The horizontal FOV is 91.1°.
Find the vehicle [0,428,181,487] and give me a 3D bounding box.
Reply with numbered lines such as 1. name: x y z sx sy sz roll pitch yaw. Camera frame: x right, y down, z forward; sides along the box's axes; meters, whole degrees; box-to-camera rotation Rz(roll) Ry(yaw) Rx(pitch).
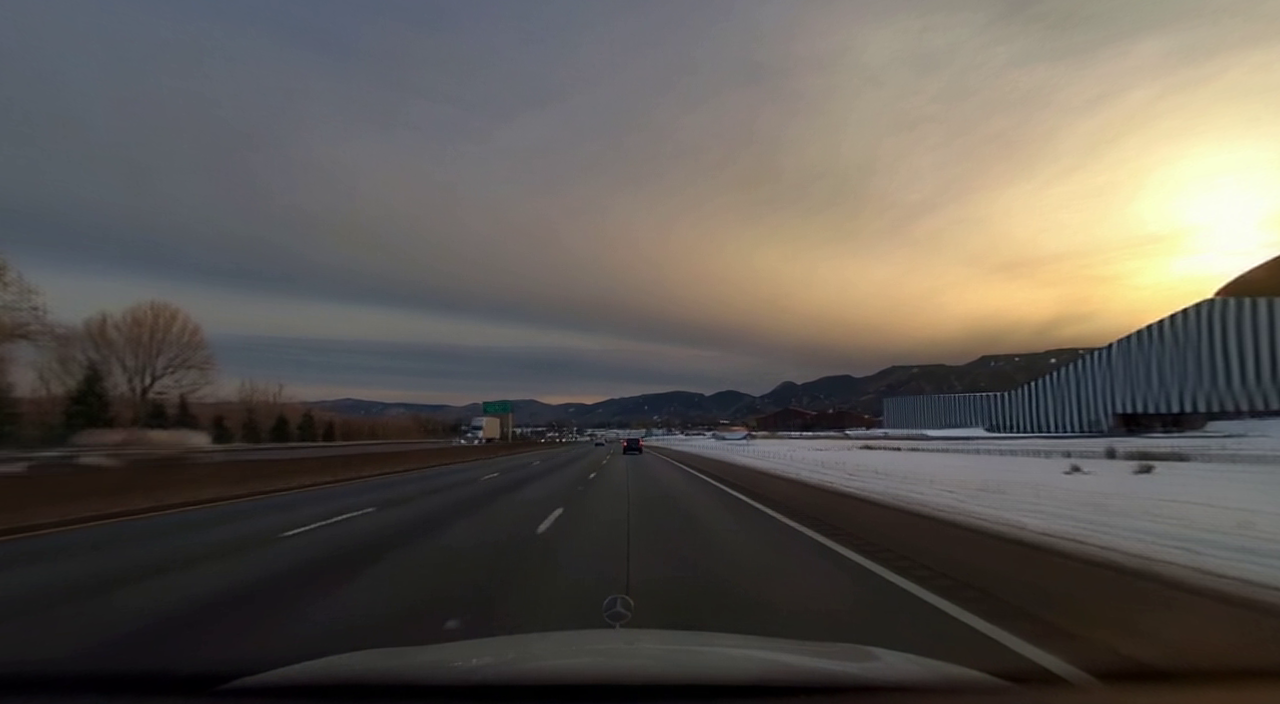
1. vehicle: -15.256 2.881 17.551 1.749 1.446 4.162 0 -8 0
